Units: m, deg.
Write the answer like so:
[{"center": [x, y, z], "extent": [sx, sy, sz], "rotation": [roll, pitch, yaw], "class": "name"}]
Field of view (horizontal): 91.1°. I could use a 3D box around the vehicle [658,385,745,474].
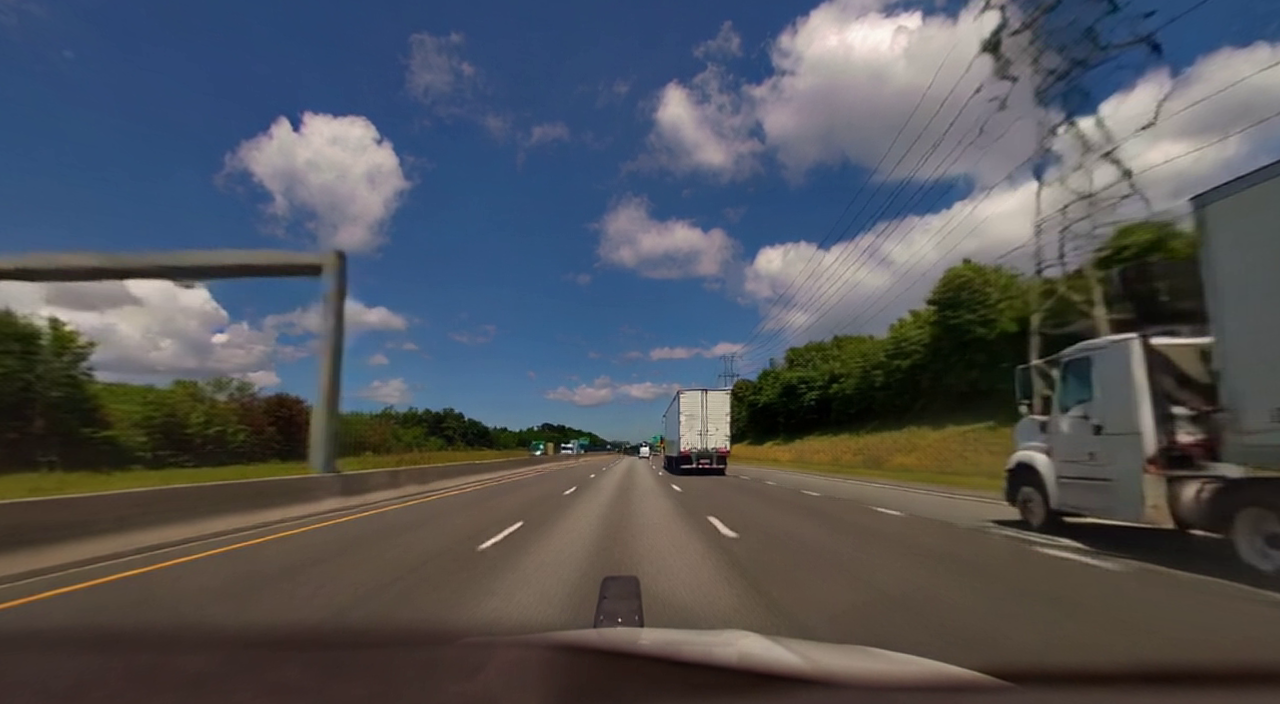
[{"center": [3.058, 4.877, 37.389], "extent": [3.202, 4.046, 17.146], "rotation": [0, -9, -1], "class": "vehicle"}]
